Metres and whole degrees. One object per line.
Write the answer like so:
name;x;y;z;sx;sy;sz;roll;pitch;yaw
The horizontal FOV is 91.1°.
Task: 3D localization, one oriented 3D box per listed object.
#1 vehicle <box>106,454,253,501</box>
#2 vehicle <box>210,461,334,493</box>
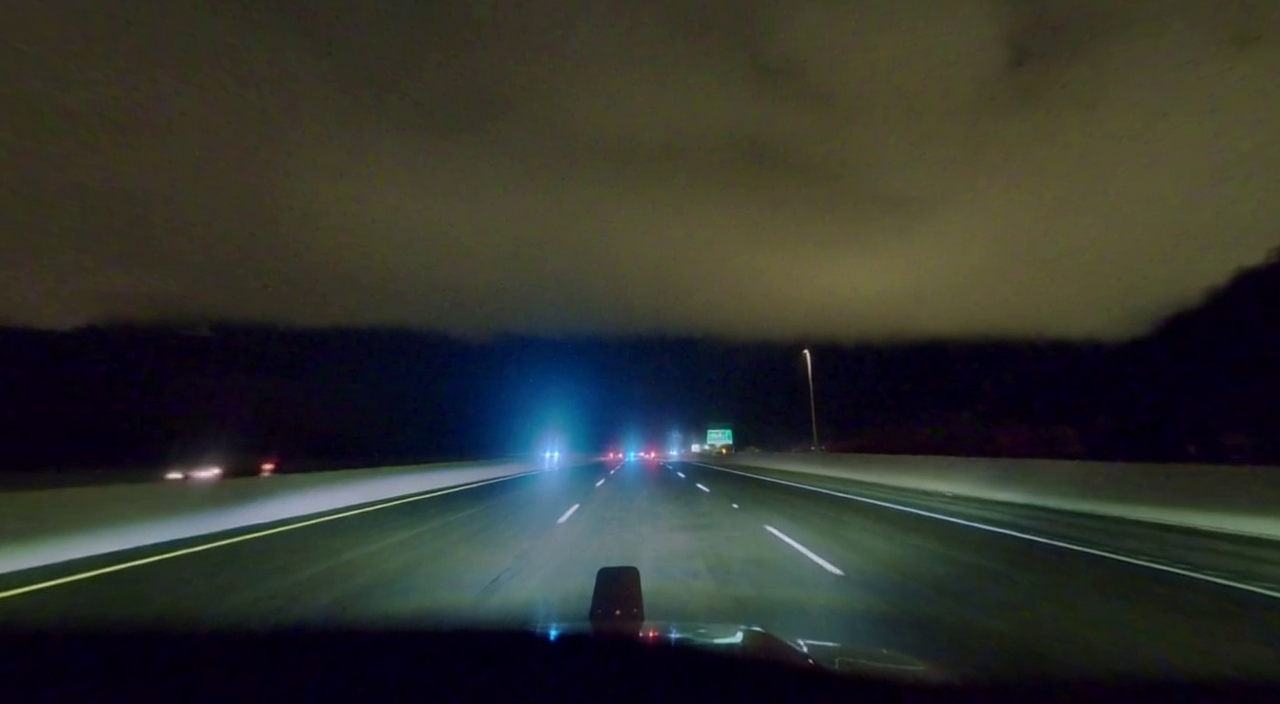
vehicle;-16.838;4.577;23.349;1.924;1.472;4.644;0;-9;0
vehicle;-16.859;5.735;29.232;2.552;1.229;5.270;0;-9;1
